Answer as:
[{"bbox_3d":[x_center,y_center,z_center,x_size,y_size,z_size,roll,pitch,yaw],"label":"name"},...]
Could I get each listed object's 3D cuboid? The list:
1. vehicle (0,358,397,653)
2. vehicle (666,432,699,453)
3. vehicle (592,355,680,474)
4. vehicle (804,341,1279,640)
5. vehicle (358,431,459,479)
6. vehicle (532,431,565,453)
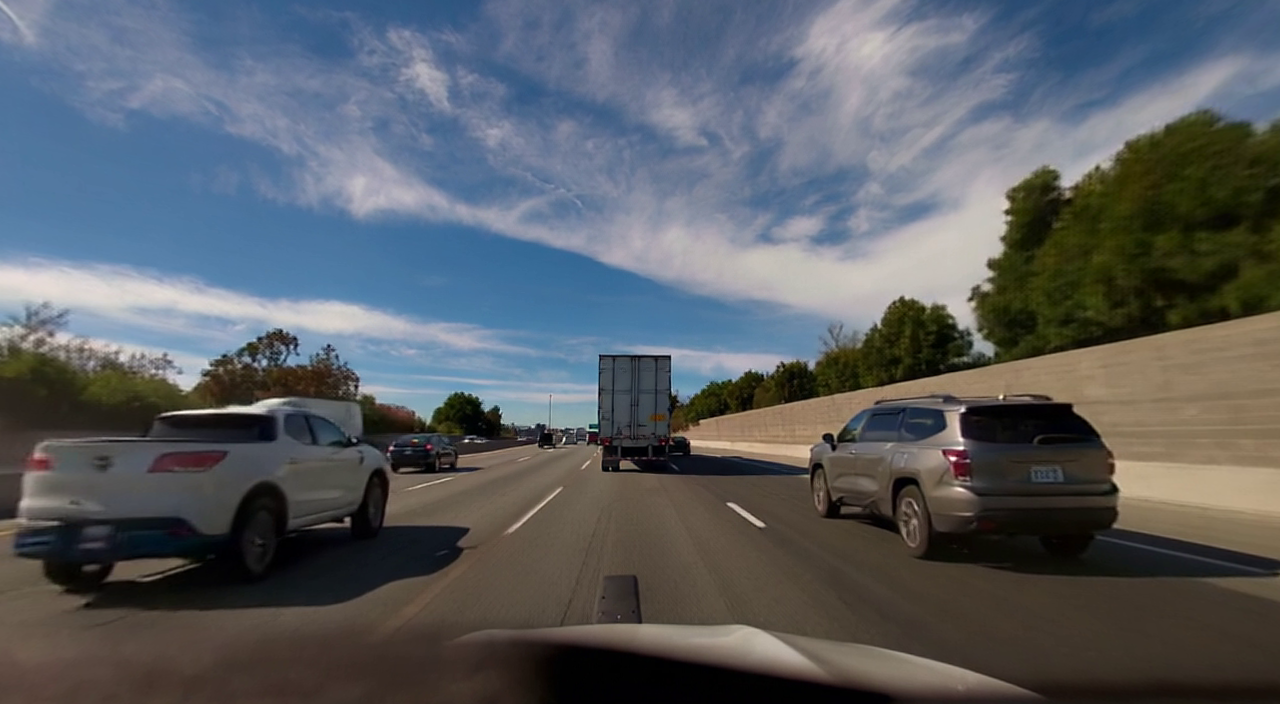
[{"bbox_3d":[-4.243,1.201,5.988,2.134,1.752,4.375,0,-8,-1],"label":"vehicle"},{"bbox_3d":[3.226,6.919,48.388,2.044,1.508,4.716,0,-8,-2],"label":"vehicle"},{"bbox_3d":[-0.452,2.769,26.128,2.904,3.915,10.473,0,-8,-3],"label":"vehicle"},{"bbox_3d":[3.457,1.167,6.388,2.118,1.832,4.901,0,-8,-2],"label":"vehicle"},{"bbox_3d":[-7.918,3.526,21.944,2.059,1.500,4.001,0,-8,-1],"label":"vehicle"},{"bbox_3d":[-7.130,7.041,49.225,2.134,1.650,4.133,0,-8,-2],"label":"vehicle"}]
